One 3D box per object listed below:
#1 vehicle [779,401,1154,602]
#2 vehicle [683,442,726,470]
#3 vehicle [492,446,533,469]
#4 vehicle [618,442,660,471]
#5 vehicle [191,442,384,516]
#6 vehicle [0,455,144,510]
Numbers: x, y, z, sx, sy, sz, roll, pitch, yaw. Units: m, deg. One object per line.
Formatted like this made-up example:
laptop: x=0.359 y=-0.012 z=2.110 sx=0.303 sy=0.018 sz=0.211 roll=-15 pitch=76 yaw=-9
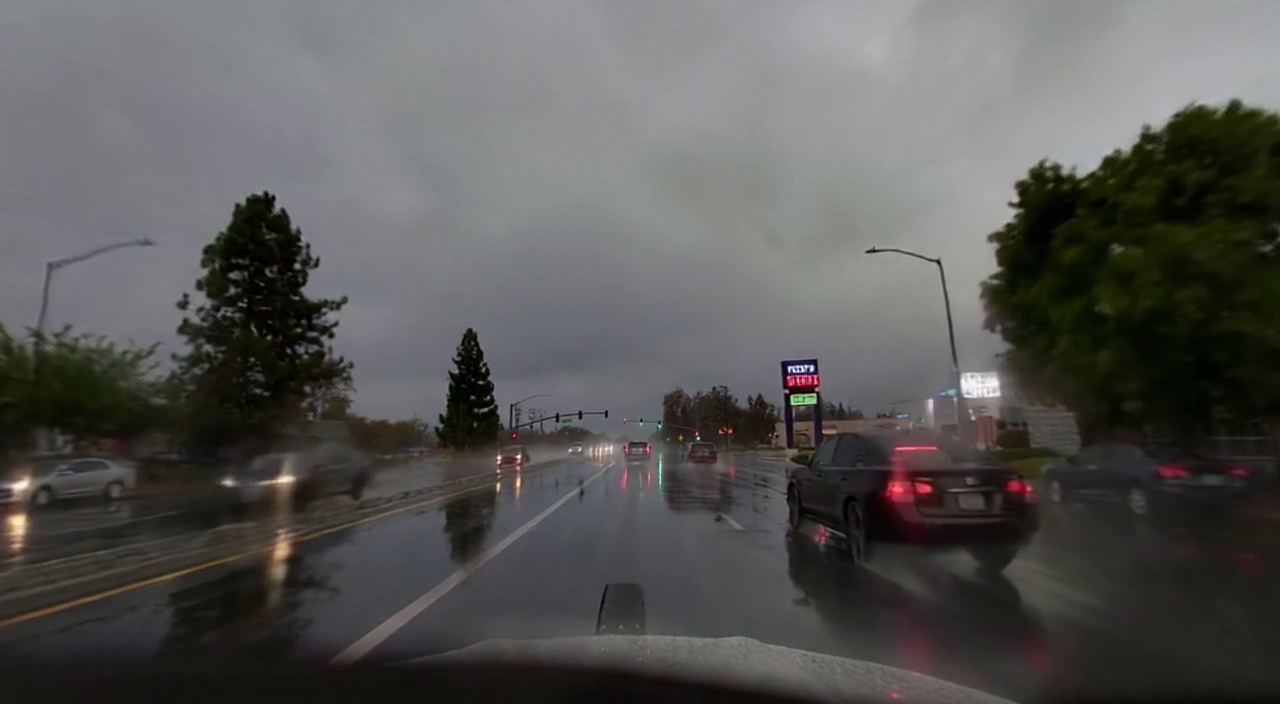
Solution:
vehicle: x=3.182 y=1.552 z=7.440 sx=2.022 sy=1.643 sz=4.326 roll=0 pitch=-8 yaw=-1
vehicle: x=3.520 y=5.741 z=35.077 sx=1.889 sy=1.473 sz=4.303 roll=0 pitch=-8 yaw=-1
vehicle: x=-8.604 y=7.105 z=42.900 sx=1.862 sy=1.446 sz=4.333 roll=0 pitch=-8 yaw=1
vehicle: x=-0.066 y=5.638 z=34.421 sx=2.135 sy=1.468 sz=4.076 roll=0 pitch=-8 yaw=0
vehicle: x=-8.220 y=2.960 z=15.369 sx=2.062 sy=1.499 sz=4.528 roll=0 pitch=-8 yaw=1
vehicle: x=-20.055 y=4.344 z=21.553 sx=2.201 sy=1.561 sz=5.095 roll=0 pitch=-8 yaw=-2
